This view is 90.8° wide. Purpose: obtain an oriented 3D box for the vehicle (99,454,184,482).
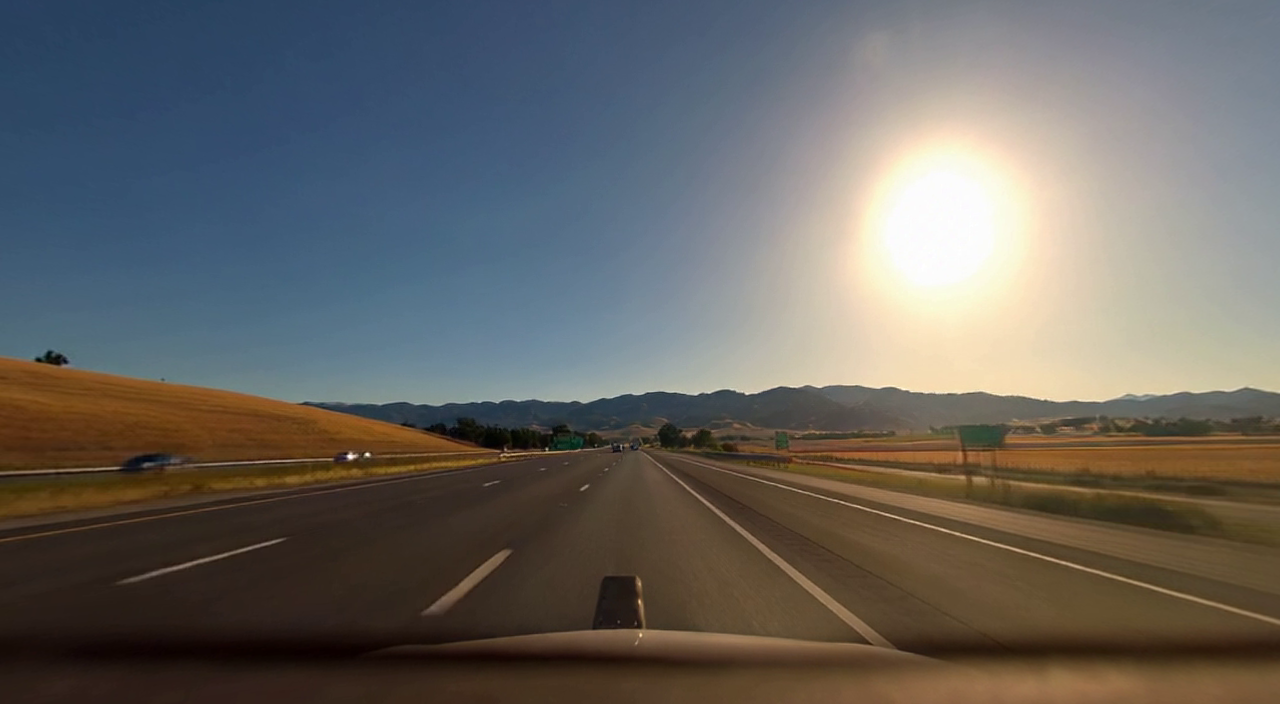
[{"bbox_3d":[-32.512,7.560,41.404,1.890,1.503,4.651,-3,-8,-1],"label":"vehicle"}]
